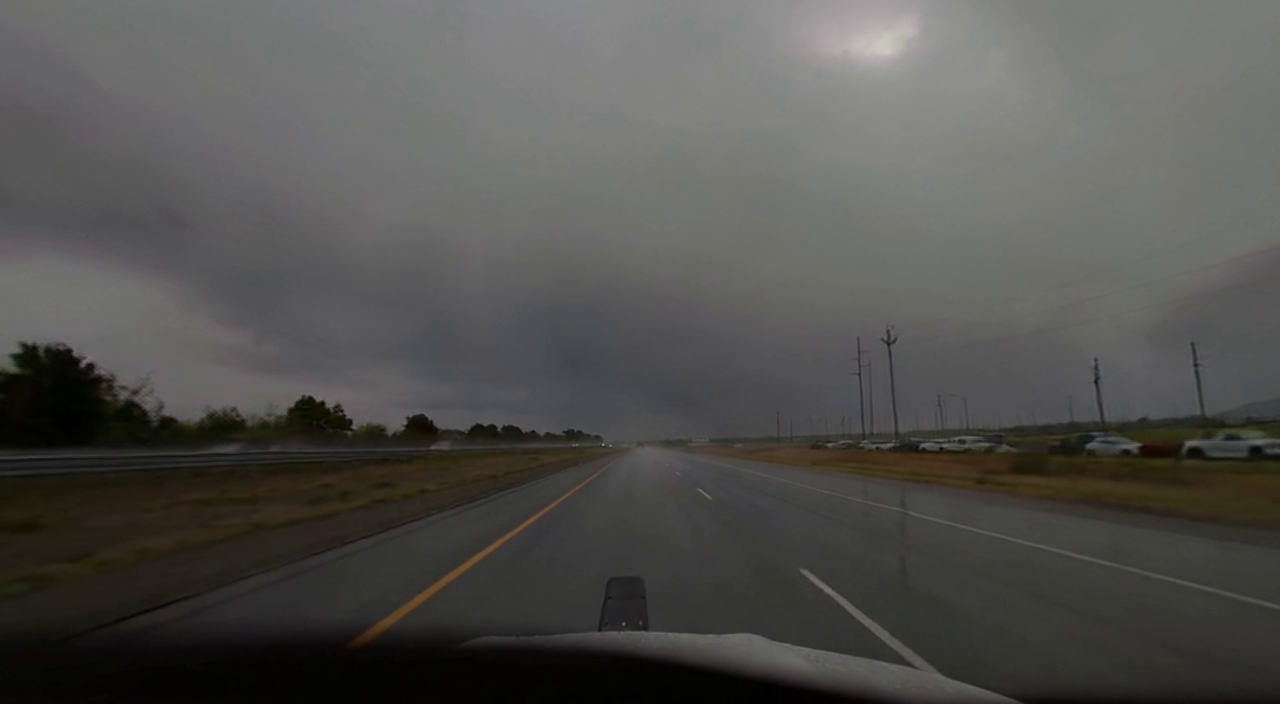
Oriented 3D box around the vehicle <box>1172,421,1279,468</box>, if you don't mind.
[{"bbox_3d":[38.423,5.677,38.681,2.820,2.717,8.695,1,-9,-12],"label":"vehicle"}]
